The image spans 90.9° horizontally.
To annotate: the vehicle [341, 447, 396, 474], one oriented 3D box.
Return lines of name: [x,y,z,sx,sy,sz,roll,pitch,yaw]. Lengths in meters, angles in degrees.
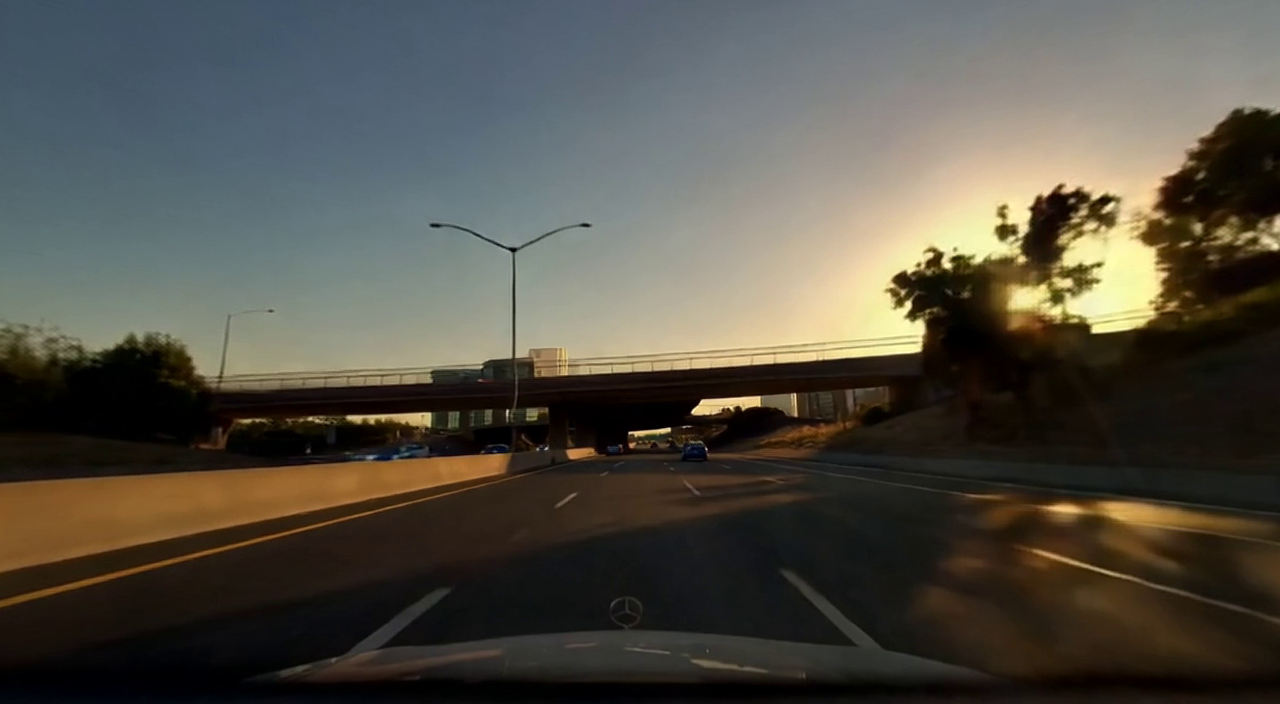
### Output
vehicle: [-14.560,5.815,33.984,1.450,1.342,3.292,0,-8,1]
